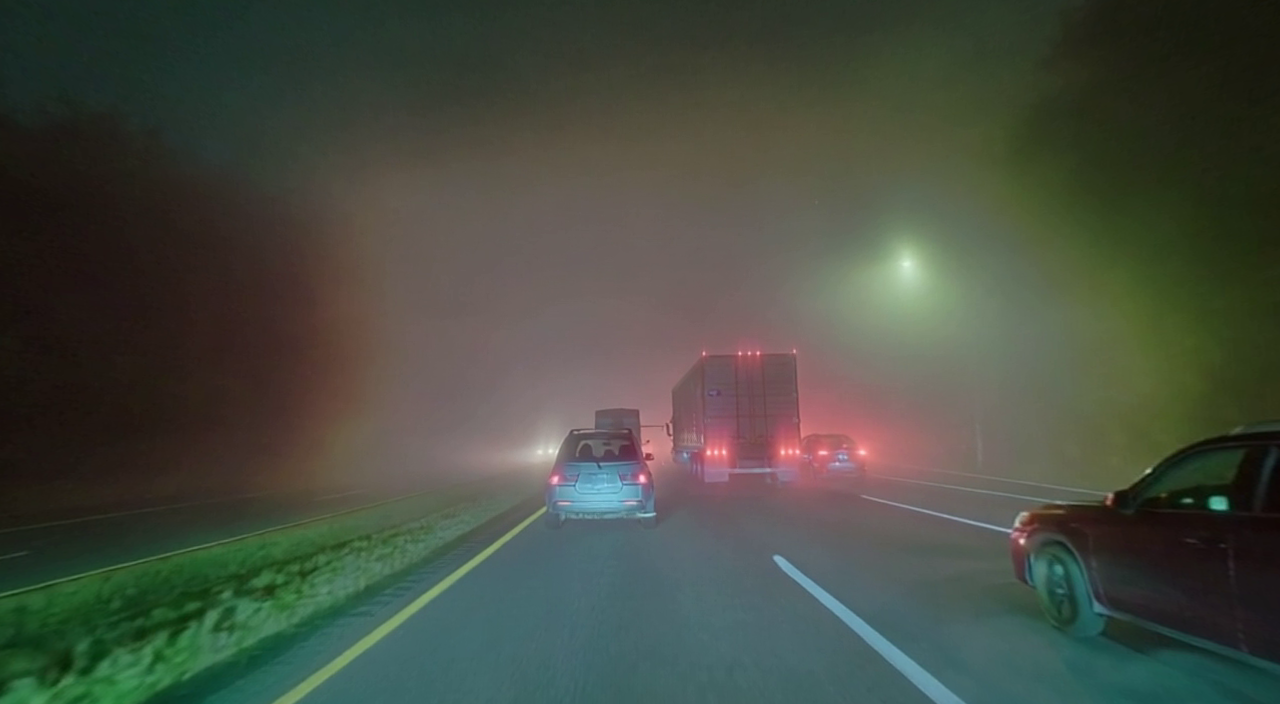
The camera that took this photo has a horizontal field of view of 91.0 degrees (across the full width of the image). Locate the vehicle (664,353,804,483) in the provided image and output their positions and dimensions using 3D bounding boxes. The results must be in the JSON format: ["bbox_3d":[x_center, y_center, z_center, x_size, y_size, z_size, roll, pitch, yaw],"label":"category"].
[{"bbox_3d":[3.427,3.343,29.127,3.591,4.290,16.696,0,-8,-1],"label":"vehicle"}]

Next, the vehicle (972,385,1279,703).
[{"bbox_3d":[3.583,0.889,2.510,1.960,1.515,4.713,0,-8,0],"label":"vehicle"}]

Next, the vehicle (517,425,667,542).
[{"bbox_3d":[-0.688,2.065,10.557,2.009,1.554,4.013,0,-8,-1],"label":"vehicle"}]
